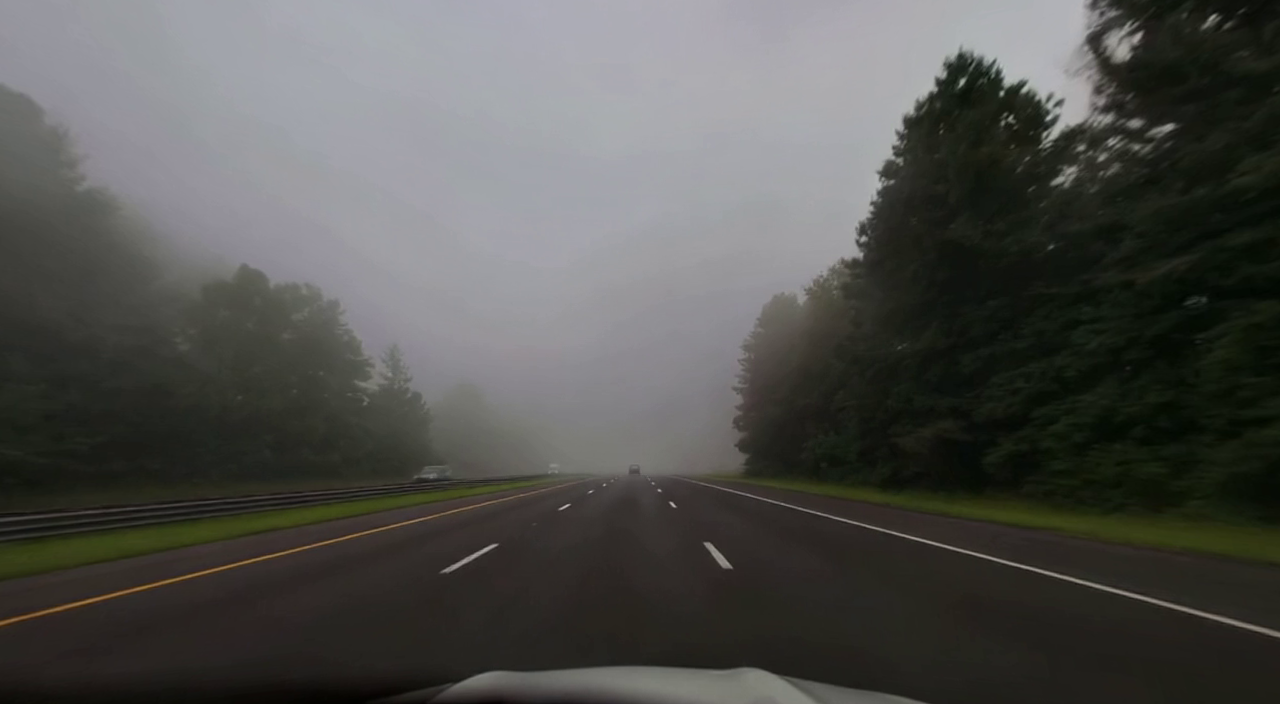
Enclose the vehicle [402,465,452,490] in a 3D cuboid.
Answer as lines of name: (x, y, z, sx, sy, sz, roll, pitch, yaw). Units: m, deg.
vehicle: (-13.428, 7.897, 39.893, 1.752, 1.454, 3.796, 1, -10, 0)
